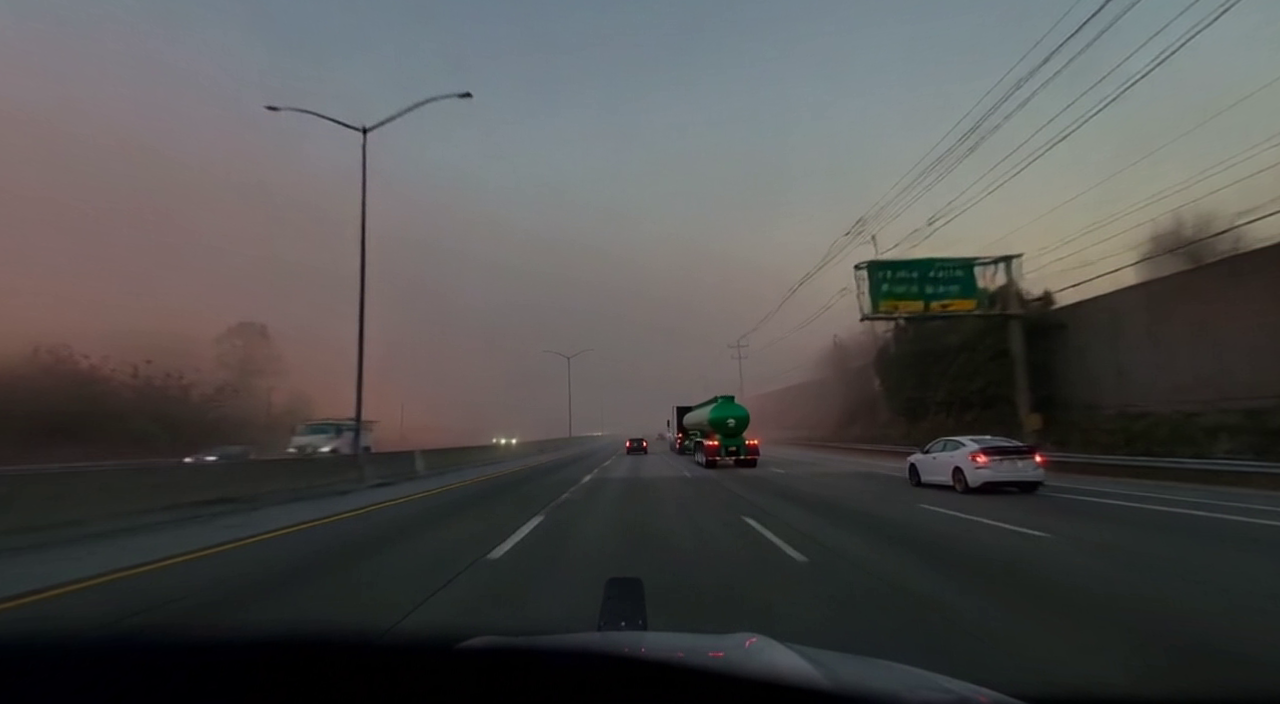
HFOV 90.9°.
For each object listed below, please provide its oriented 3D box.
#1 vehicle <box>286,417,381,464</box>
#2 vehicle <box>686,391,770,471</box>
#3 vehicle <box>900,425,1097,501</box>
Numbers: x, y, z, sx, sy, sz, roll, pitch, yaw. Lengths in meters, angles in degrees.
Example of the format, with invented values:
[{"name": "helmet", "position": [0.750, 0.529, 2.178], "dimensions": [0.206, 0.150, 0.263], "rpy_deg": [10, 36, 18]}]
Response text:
[{"name": "vehicle", "position": [-17.904, 5.263, 37.301], "dimensions": [2.410, 2.513, 6.257], "rpy_deg": [0, -8, 1]}, {"name": "vehicle", "position": [3.839, 3.755, 29.394], "dimensions": [2.791, 3.179, 8.074], "rpy_deg": [0, -8, 0]}, {"name": "vehicle", "position": [8.015, 2.532, 14.767], "dimensions": [1.905, 1.480, 4.624], "rpy_deg": [0, -8, 0]}]
